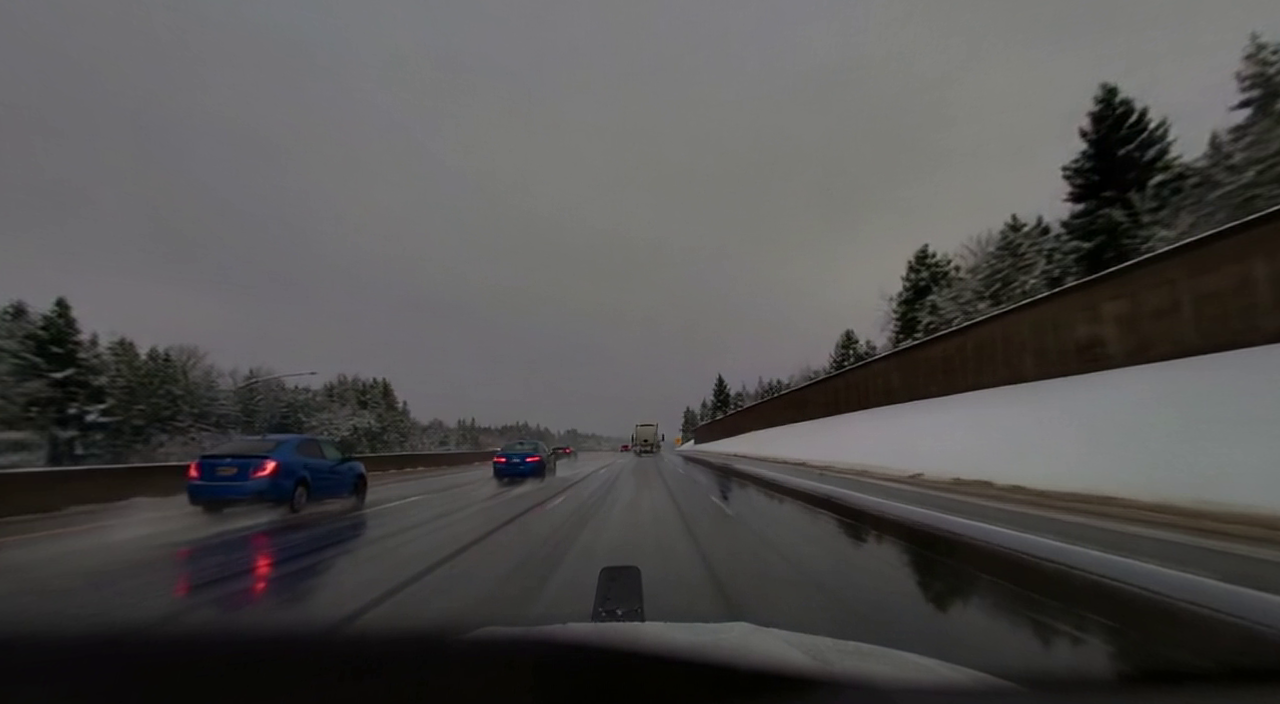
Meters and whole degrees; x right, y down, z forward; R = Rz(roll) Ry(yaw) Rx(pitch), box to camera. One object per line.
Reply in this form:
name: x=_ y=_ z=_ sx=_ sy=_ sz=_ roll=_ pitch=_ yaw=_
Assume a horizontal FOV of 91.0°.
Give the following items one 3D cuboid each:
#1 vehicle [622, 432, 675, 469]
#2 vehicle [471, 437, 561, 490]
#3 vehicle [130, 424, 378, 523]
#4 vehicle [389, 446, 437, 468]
vehicle: x=0.436 y=5.728 z=36.733 sx=2.856 sy=1.994 sz=4.931 roll=0 pitch=-8 yaw=-1
vehicle: x=-3.811 y=3.510 z=20.187 sx=2.000 sy=1.512 sz=4.371 roll=0 pitch=-8 yaw=0
vehicle: x=-7.620 y=2.435 z=13.210 sx=2.189 sy=1.673 sz=4.699 roll=0 pitch=-8 yaw=0
vehicle: x=-17.245 y=7.991 z=48.052 sx=1.834 sy=1.546 sz=4.518 roll=0 pitch=-9 yaw=1
